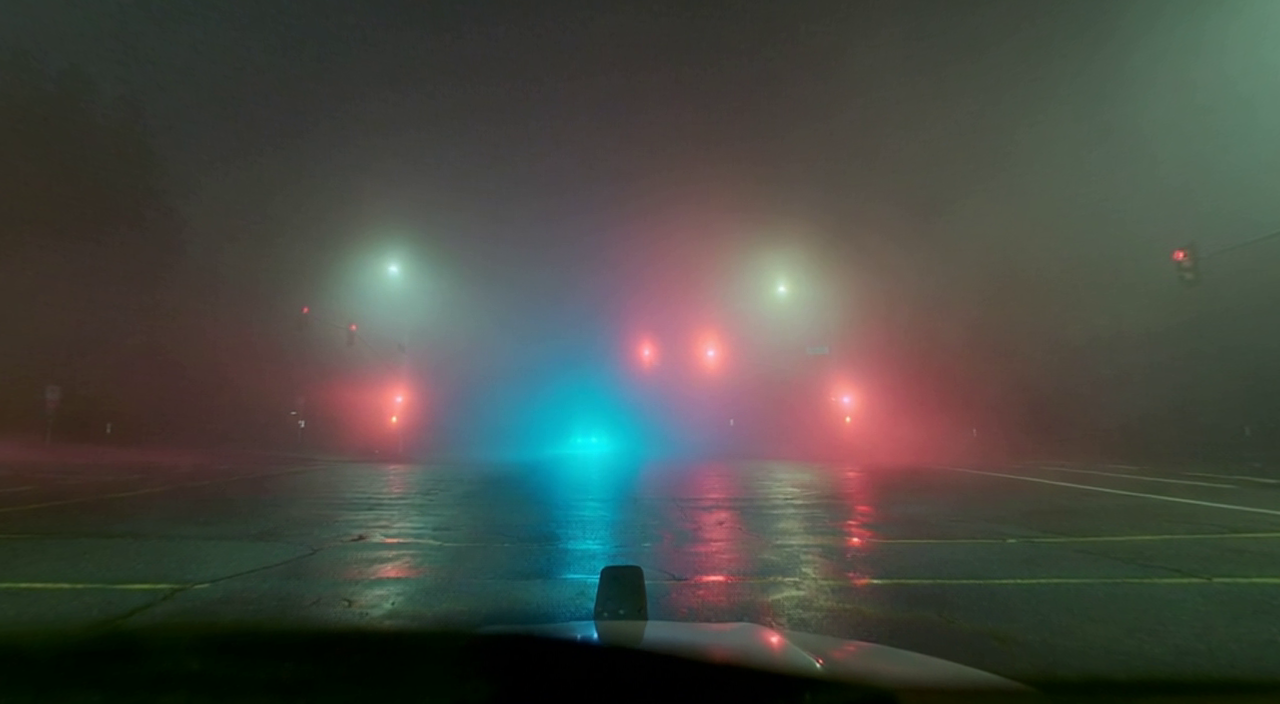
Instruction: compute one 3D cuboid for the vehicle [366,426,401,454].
[{"bbox_3d":[-19.993,6.853,48.886,1.873,2.079,2.879,5,-10,-33],"label":"vehicle"}]
